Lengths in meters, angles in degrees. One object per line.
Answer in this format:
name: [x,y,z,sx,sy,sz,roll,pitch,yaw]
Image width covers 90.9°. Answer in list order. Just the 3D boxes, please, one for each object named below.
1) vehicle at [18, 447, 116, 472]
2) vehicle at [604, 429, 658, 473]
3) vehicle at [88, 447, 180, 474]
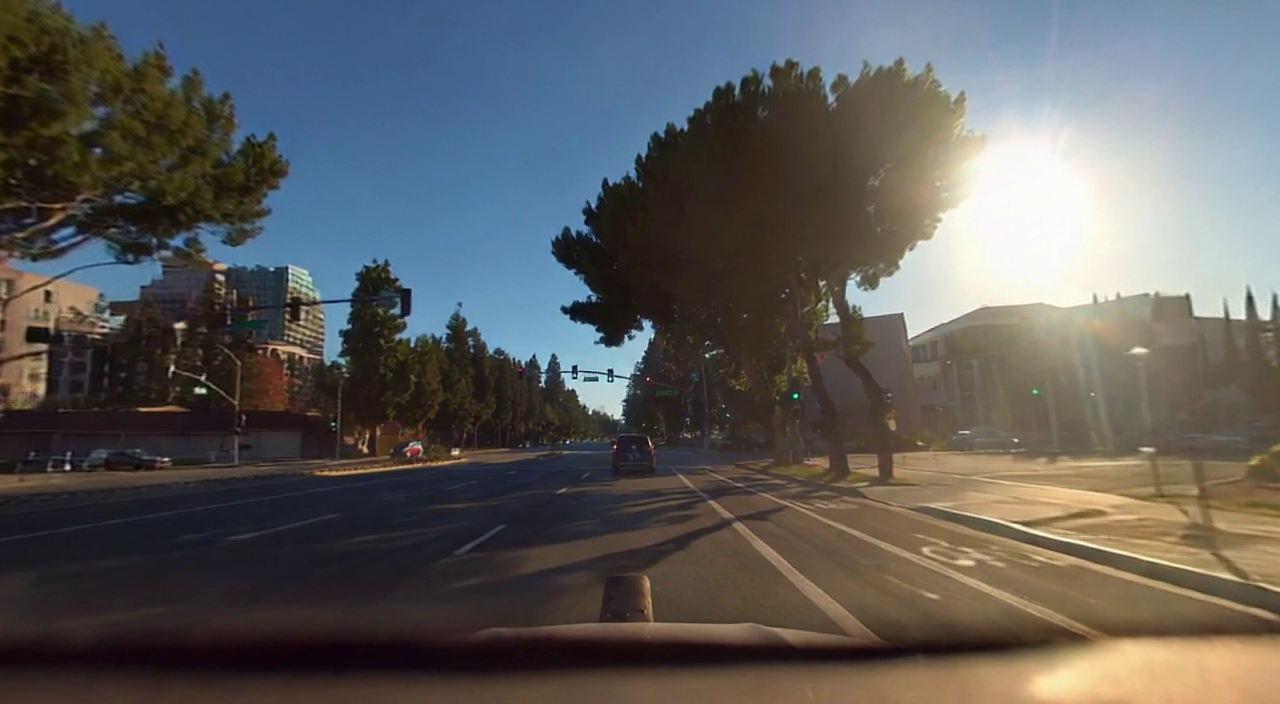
vehicle: [-39.270,7.359,43.257,4.713,1.693,2.018,0,-8,1]
vehicle: [-0.382,4.310,27.590,2.169,1.751,4.276,0,-8,-1]
vehicle: [-30.592,6.496,38.094,4.504,1.524,2.226,-3,-9,21]
